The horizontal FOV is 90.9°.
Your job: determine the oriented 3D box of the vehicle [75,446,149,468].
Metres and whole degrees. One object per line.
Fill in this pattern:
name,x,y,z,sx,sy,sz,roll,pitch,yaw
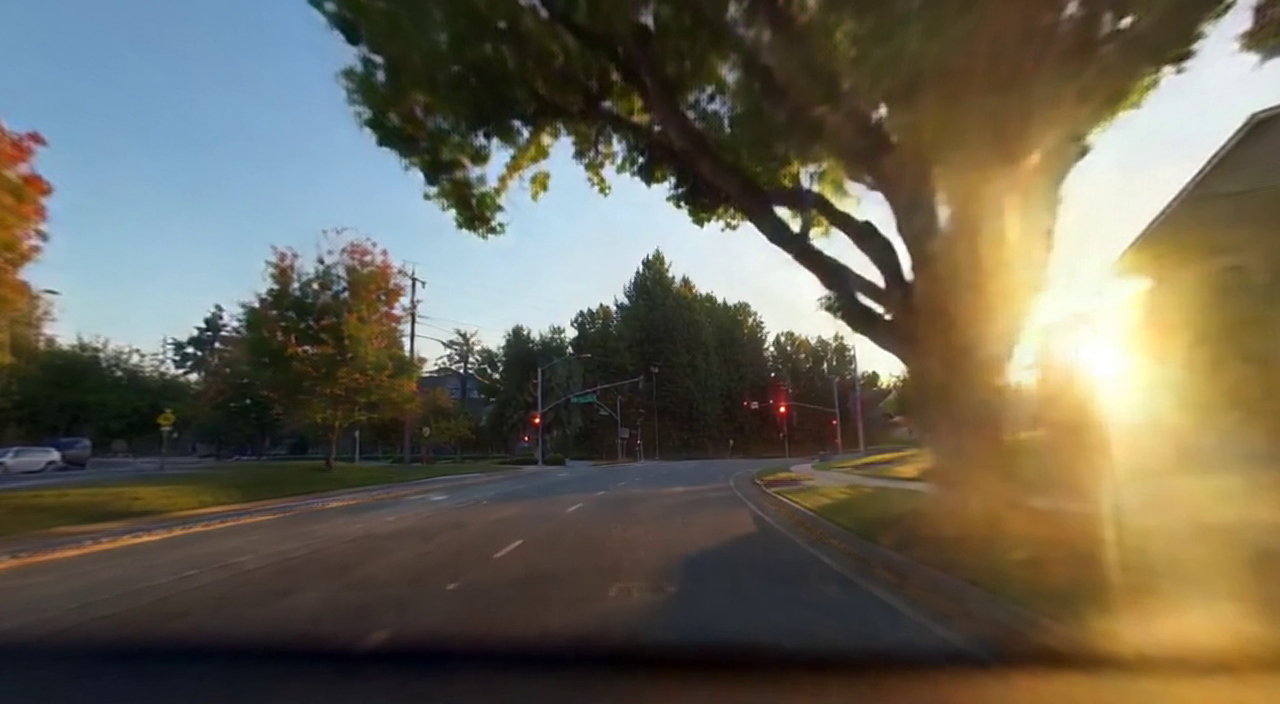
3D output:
vehicle,-36.763,7.306,43.903,3.737,1.444,1.680,-1,-9,6

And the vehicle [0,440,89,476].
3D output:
vehicle,-33.503,5.752,34.403,1.913,1.779,4.959,-1,-9,7
